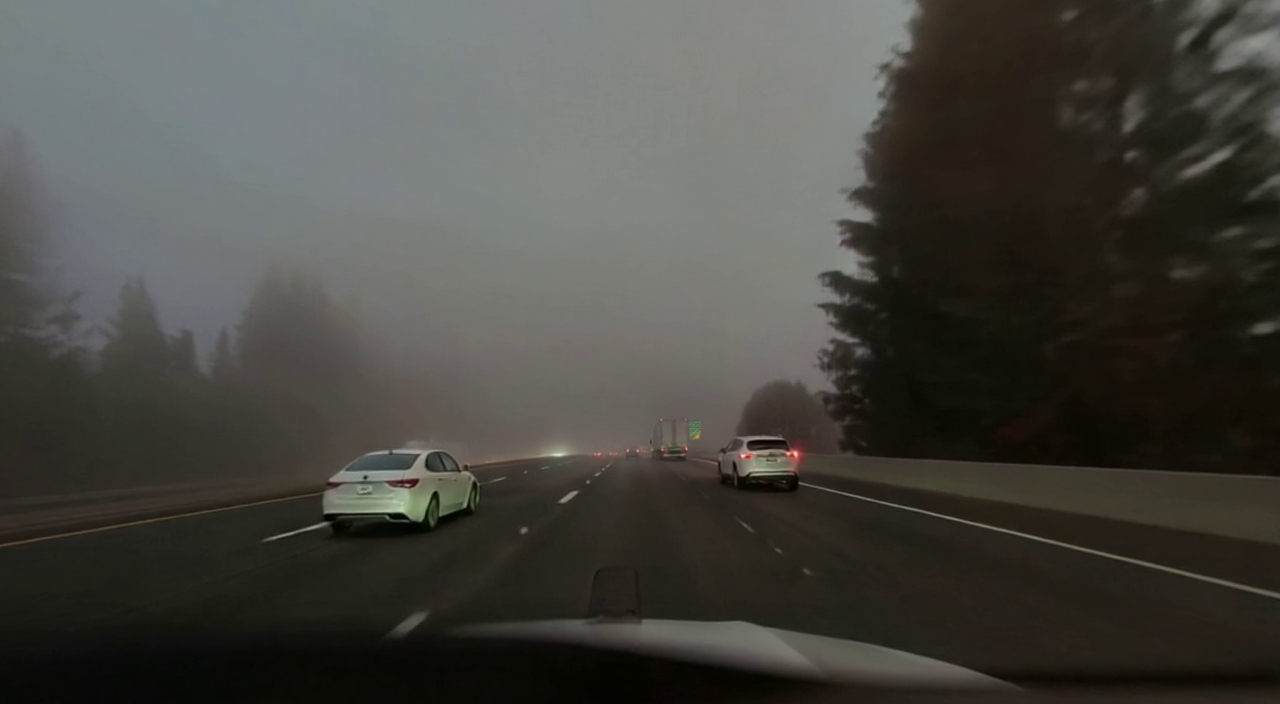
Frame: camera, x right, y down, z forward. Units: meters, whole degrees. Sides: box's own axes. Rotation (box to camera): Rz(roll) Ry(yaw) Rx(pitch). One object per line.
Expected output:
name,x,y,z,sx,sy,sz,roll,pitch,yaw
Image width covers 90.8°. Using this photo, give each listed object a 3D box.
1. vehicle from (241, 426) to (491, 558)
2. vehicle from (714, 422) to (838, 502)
vehicle,-3.944,2.071,10.221,1.903,1.607,4.770,0,-8,0
vehicle,3.278,2.769,16.270,2.065,1.760,4.488,0,-8,-2
